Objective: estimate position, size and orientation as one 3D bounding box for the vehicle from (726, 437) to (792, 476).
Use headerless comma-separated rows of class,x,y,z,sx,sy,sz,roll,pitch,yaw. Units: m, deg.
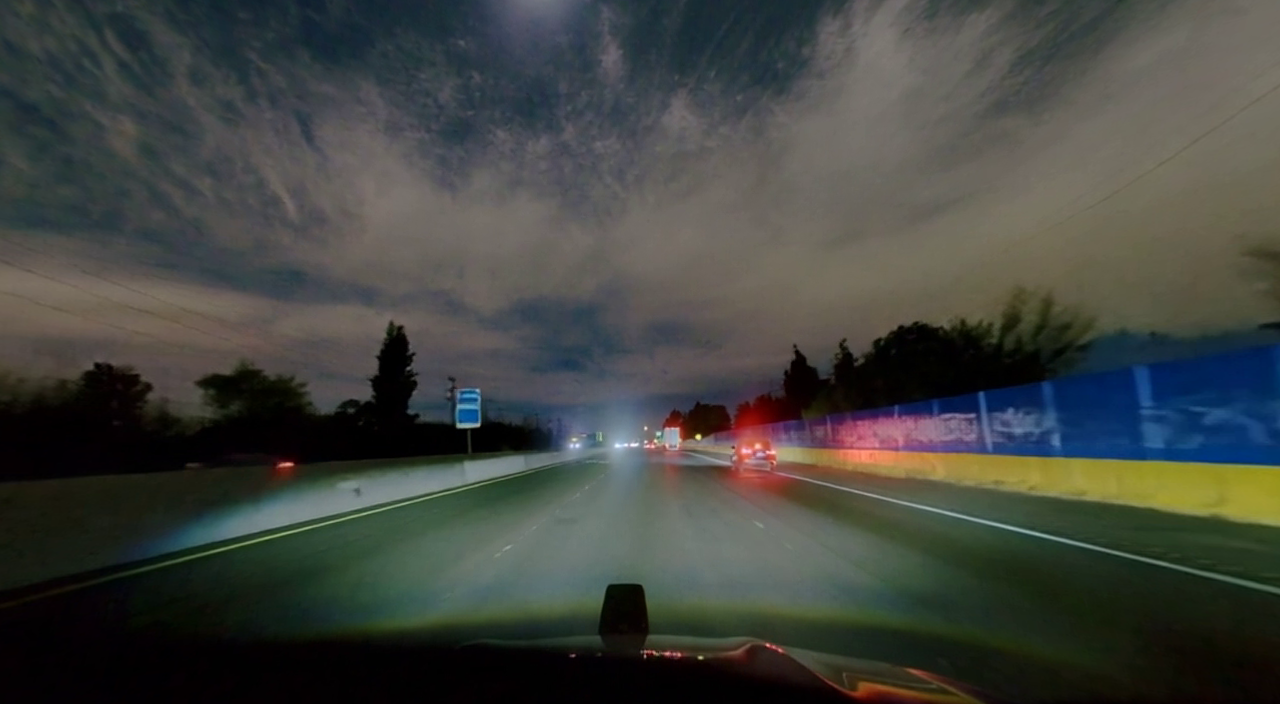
vehicle,4.899,4.361,26.486,1.991,1.494,3.951,0,-8,-1
